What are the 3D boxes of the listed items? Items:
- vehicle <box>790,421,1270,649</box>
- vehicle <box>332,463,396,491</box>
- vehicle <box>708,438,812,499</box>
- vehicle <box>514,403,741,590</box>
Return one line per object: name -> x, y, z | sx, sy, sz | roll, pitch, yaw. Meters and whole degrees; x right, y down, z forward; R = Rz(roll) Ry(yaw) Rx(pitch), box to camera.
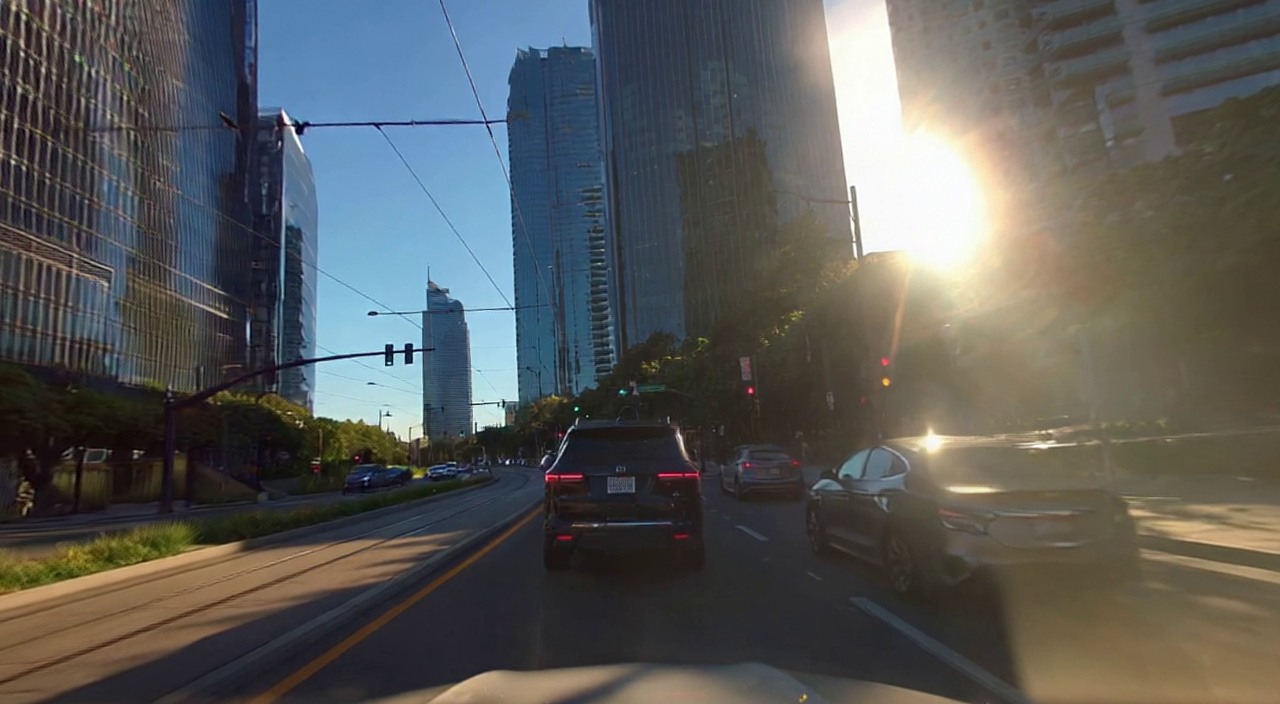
vehicle -> 3.114, 1.531, 6.405 | 1.993, 1.480, 4.324 | 0, -8, -2
vehicle -> -15.807, 7.159, 36.414 | 1.798, 1.409, 4.239 | 0, -8, -1
vehicle -> 3.412, 3.413, 18.892 | 2.128, 1.582, 4.188 | 0, -8, -3
vehicle -> -0.202, 1.706, 8.302 | 2.178, 1.779, 4.255 | 0, -8, -2
